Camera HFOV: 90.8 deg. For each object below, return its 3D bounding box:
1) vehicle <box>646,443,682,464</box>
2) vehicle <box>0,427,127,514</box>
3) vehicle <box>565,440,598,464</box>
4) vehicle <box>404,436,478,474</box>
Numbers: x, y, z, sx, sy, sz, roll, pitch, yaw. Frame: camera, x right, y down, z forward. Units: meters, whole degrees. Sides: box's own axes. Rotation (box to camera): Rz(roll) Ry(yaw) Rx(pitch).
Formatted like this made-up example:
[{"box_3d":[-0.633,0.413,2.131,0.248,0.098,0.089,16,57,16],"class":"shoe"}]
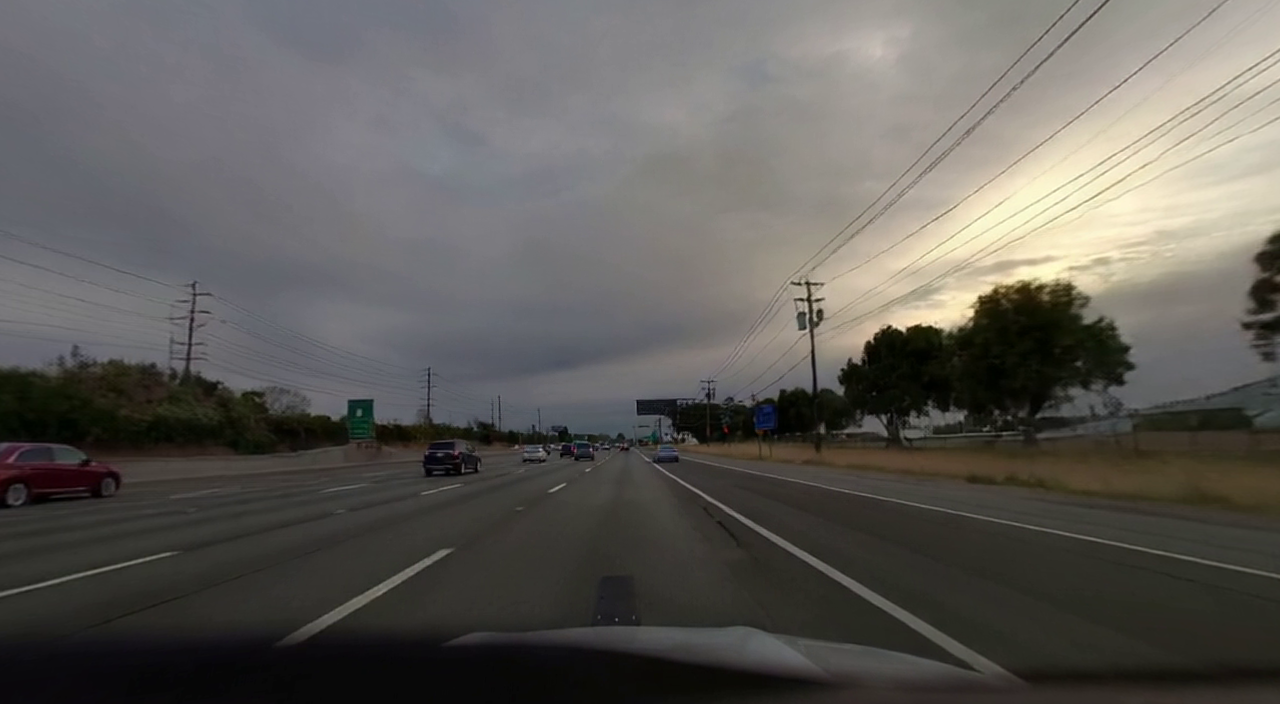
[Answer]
[{"box_3d":[1.645,7.117,44.297,2.015,1.391,3.897,1,-9,-5],"class":"vehicle"},{"box_3d":[-13.966,2.463,13.179,2.257,1.727,5.036,0,-9,0],"class":"vehicle"},{"box_3d":[-4.324,7.502,47.638,2.121,1.673,4.443,0,-9,-1],"class":"vehicle"},{"box_3d":[-10.086,5.261,32.485,2.115,1.799,5.444,0,-9,-1],"class":"vehicle"}]
